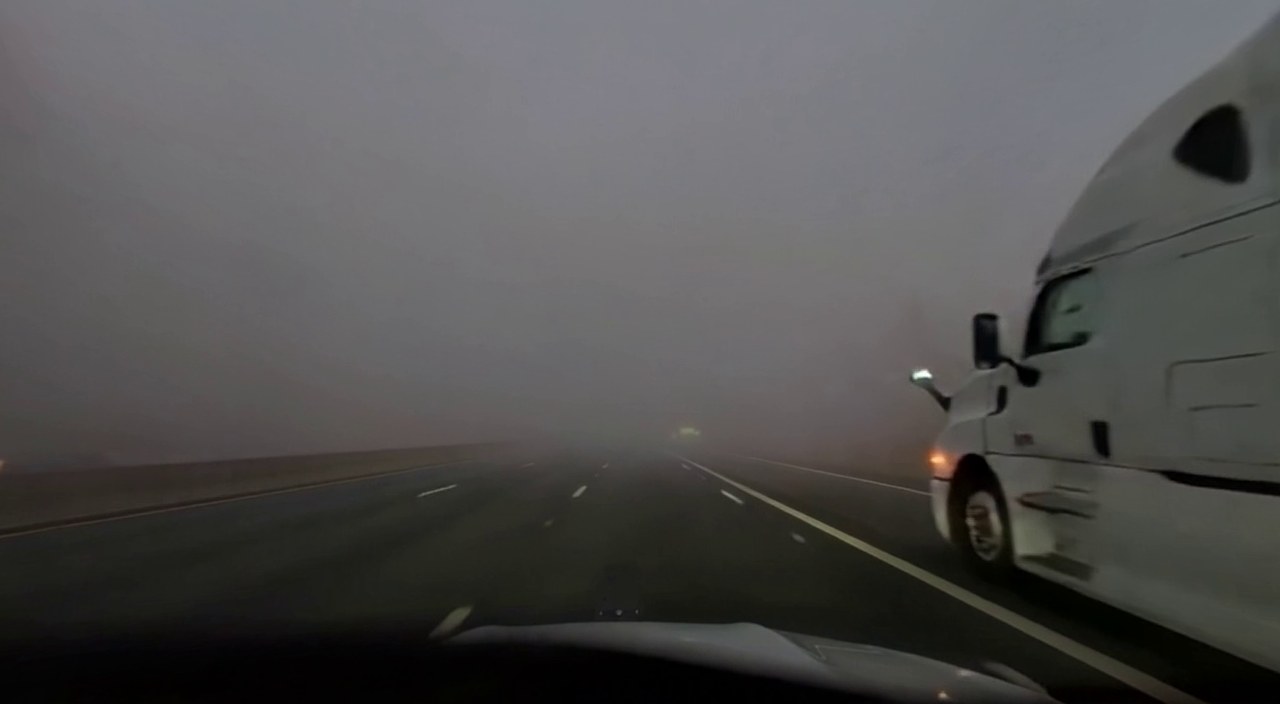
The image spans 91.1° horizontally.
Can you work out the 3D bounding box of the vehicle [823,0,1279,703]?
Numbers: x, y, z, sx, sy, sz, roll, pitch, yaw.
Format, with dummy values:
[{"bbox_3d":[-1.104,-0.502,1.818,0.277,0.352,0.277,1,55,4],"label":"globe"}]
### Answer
[{"bbox_3d":[4.149,0.030,5.782,3.049,3.826,6.146,0,-8,1],"label":"vehicle"}]
